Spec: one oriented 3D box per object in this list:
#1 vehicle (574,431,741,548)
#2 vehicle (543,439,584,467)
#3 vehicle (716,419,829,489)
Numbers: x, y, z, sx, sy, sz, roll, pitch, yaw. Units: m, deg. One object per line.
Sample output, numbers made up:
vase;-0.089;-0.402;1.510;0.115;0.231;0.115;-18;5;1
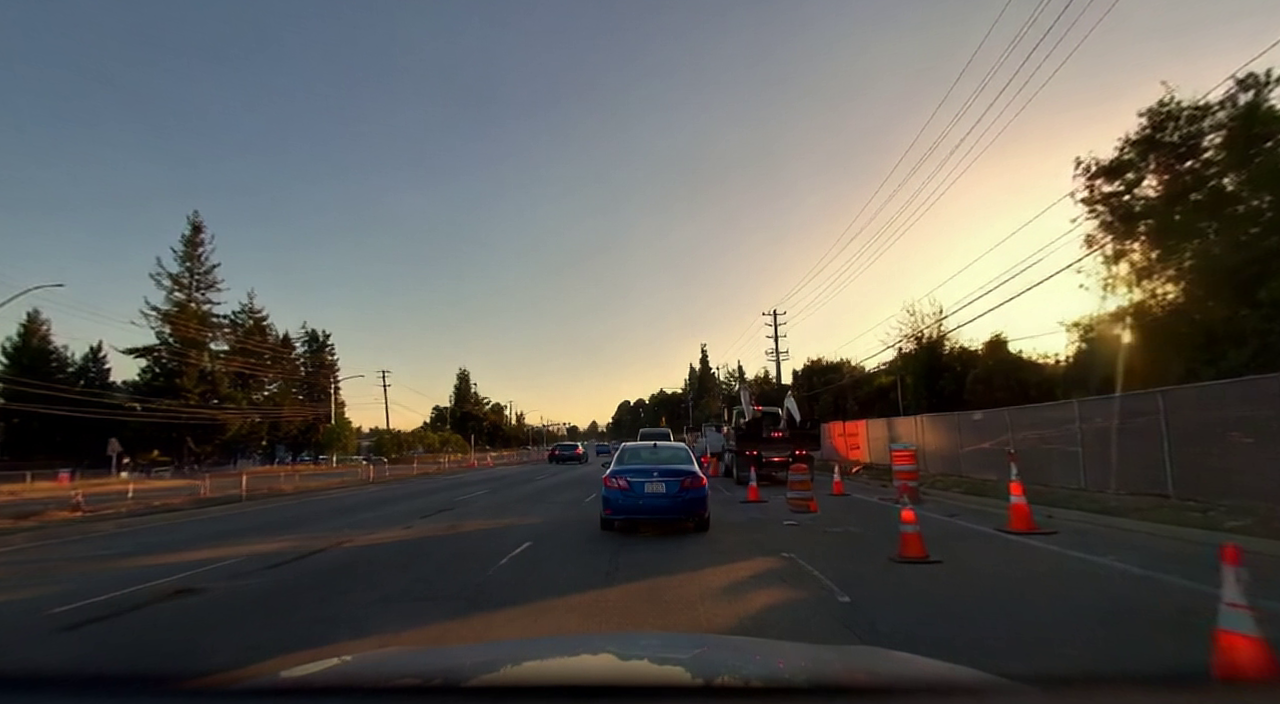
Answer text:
vehicle;0.232;2.077;10.222;2.128;1.473;4.272;0;-8;0
vehicle;-4.993;6.641;41.763;1.963;1.721;4.467;-1;-8;3
vehicle;4.225;3.429;21.425;2.555;2.017;6.201;0;-8;1
